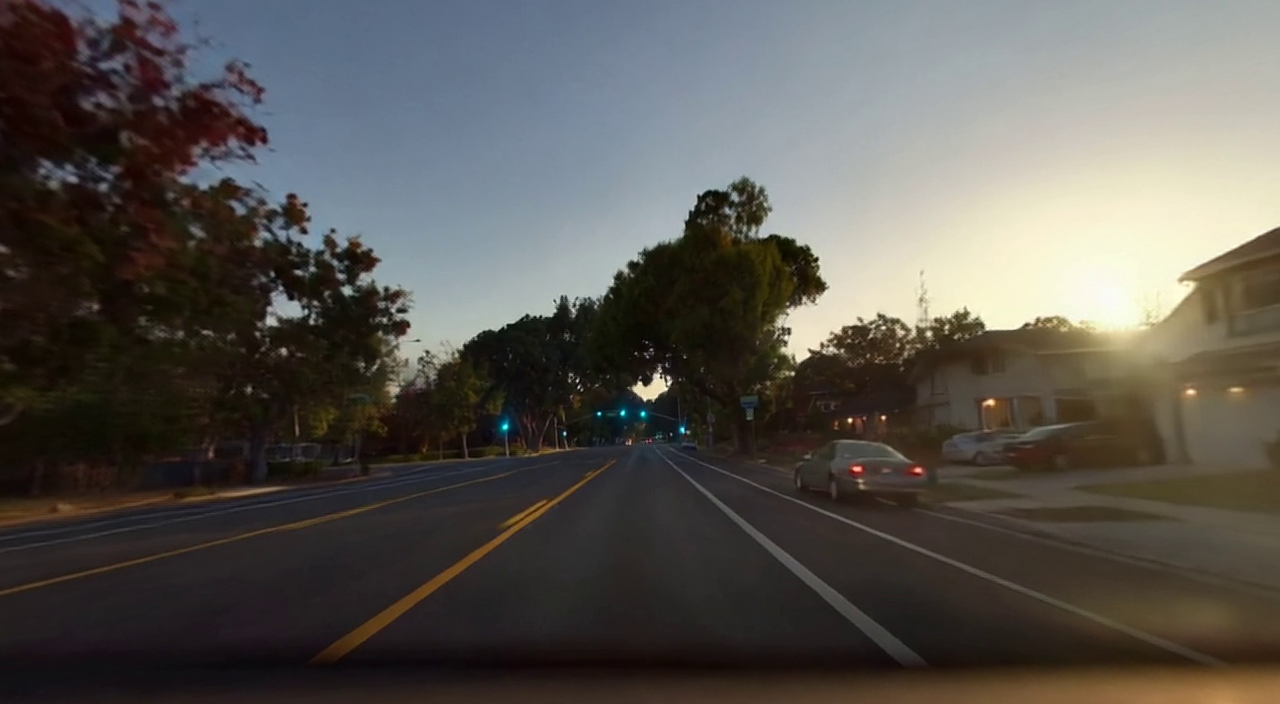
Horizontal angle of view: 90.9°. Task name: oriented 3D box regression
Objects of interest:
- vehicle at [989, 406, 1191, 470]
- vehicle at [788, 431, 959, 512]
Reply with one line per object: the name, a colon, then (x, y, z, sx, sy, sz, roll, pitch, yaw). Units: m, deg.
vehicle: (13.257, 2.569, 18.883, 4.283, 1.750, 2.227, 0, -8, 5)
vehicle: (4.895, 2.554, 14.142, 1.995, 1.472, 4.884, 0, -8, 0)
